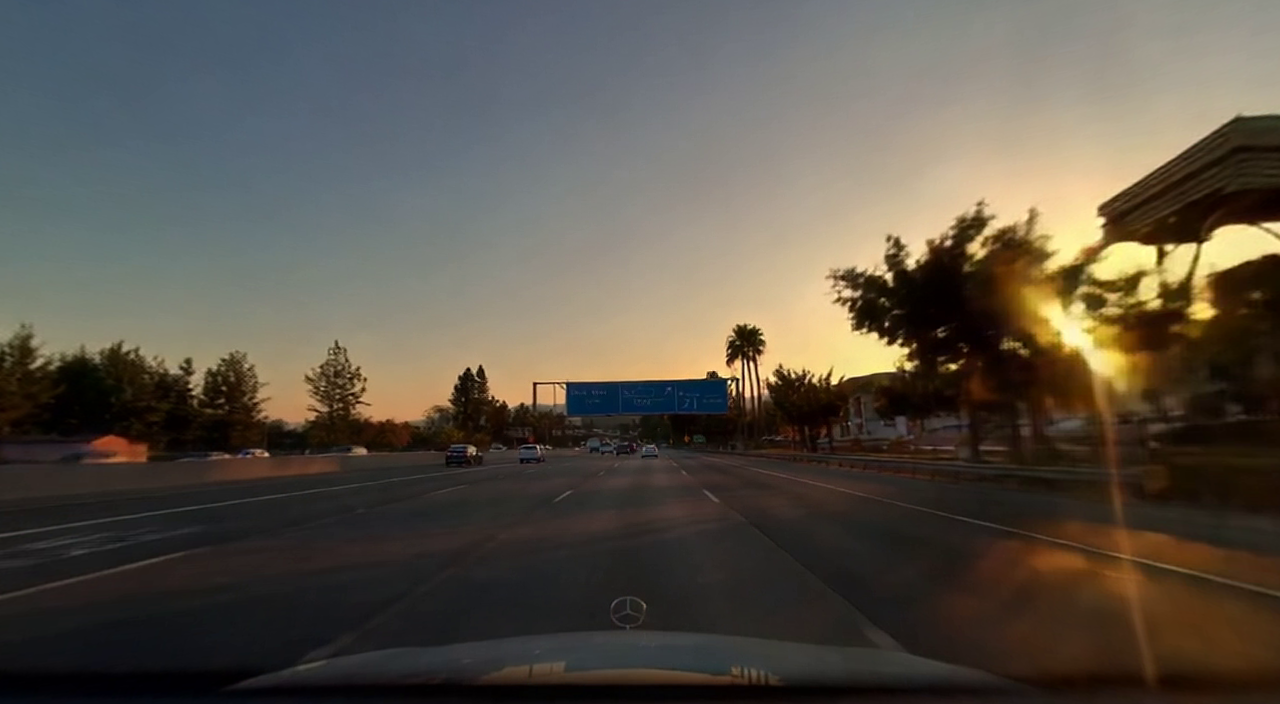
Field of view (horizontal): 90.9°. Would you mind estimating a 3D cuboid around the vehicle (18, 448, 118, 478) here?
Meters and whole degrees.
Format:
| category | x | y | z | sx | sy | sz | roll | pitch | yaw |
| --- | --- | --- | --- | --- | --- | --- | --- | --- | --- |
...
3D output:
| category | x | y | z | sx | sy | sz | roll | pitch | yaw |
| --- | --- | --- | --- | --- | --- | --- | --- | --- | --- |
| vehicle | -33.746 | 6.524 | 37.385 | 1.977 | 1.582 | 4.243 | -1 | -8 | -1 |
